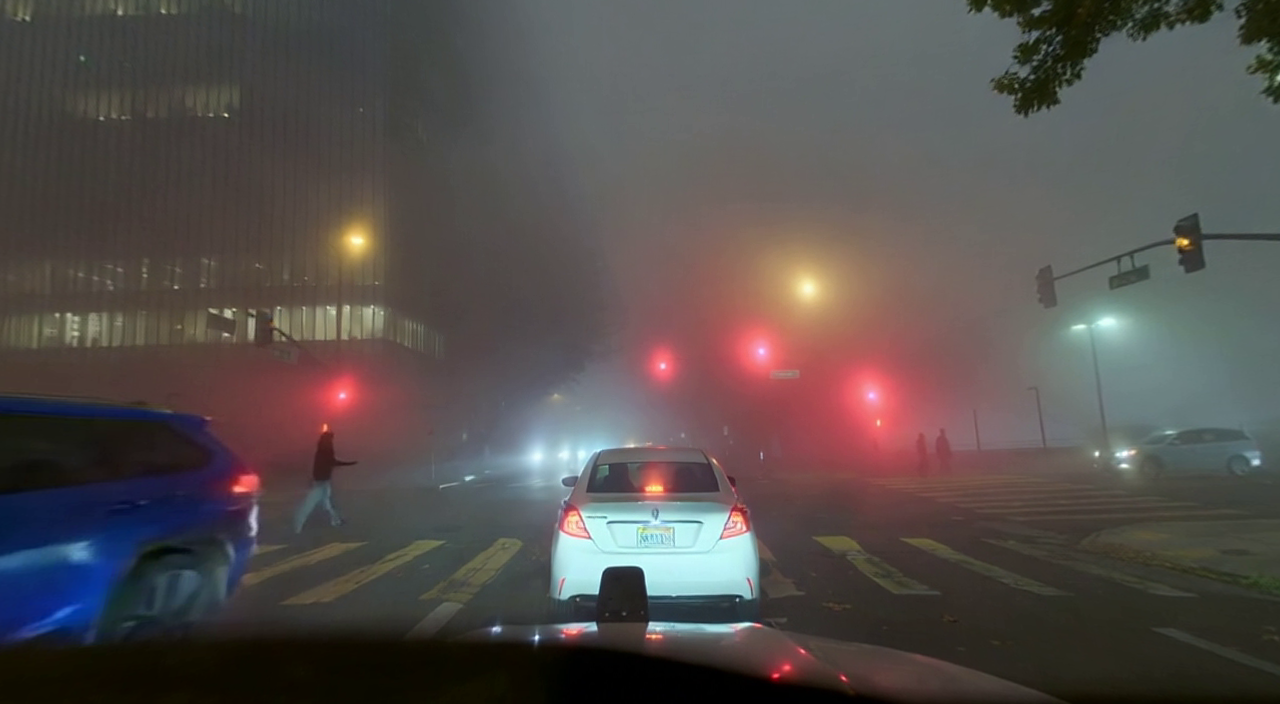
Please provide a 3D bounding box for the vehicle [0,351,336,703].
[{"bbox_3d":[-4.448,1.054,3.816,2.317,1.924,5.518,0,-8,2],"label":"vehicle"}]

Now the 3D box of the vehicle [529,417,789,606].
[{"bbox_3d":[-0.138,1.644,7.482,1.893,1.532,4.145,2,-9,-15],"label":"vehicle"}]

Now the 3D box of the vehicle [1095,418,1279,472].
[{"bbox_3d":[19.145,3.261,22.213,4.675,1.772,1.945,0,-8,-1],"label":"vehicle"}]
